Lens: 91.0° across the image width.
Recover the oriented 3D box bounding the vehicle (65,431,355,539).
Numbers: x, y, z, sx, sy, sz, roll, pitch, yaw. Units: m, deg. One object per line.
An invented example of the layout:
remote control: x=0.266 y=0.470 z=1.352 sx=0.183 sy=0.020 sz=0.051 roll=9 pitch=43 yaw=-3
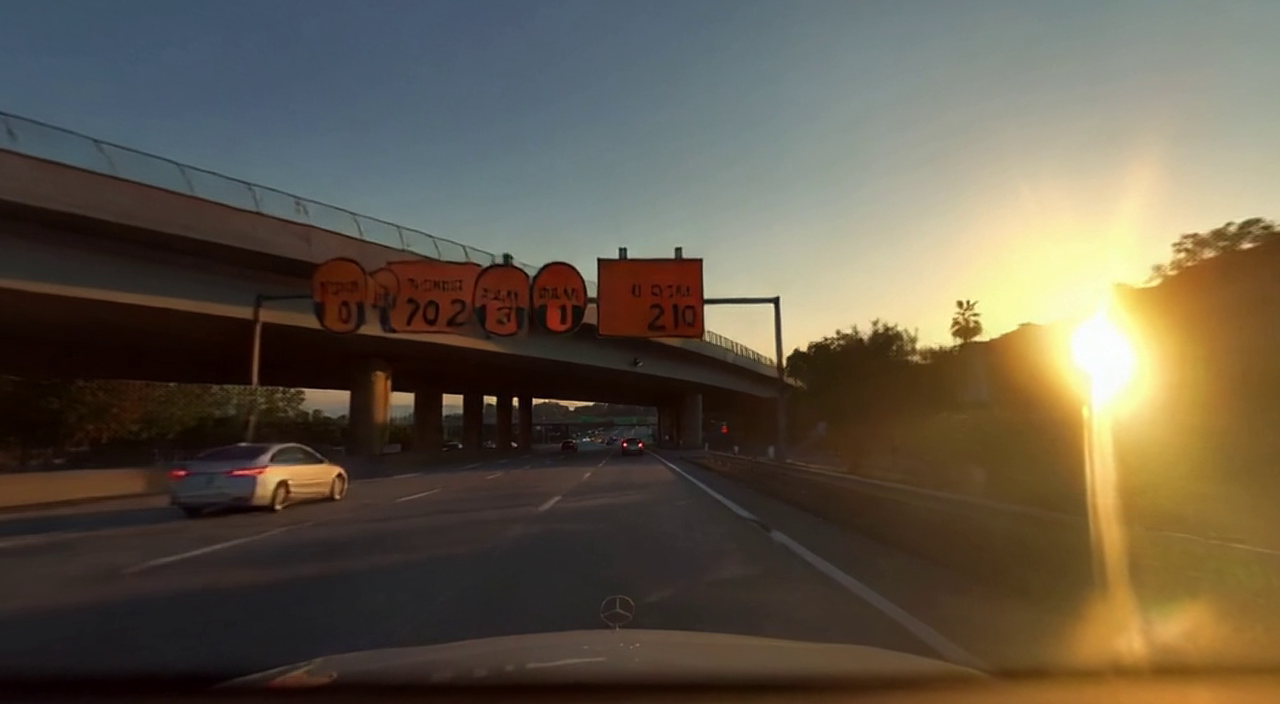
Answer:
vehicle: x=-7.200 y=2.237 z=11.366 sx=1.939 sy=1.504 sz=4.727 roll=0 pitch=-8 yaw=-1

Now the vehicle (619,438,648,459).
vehicle: x=-0.485 y=7.159 z=46.758 sx=2.072 sy=1.440 sz=3.690 roll=0 pitch=-8 yaw=-1
